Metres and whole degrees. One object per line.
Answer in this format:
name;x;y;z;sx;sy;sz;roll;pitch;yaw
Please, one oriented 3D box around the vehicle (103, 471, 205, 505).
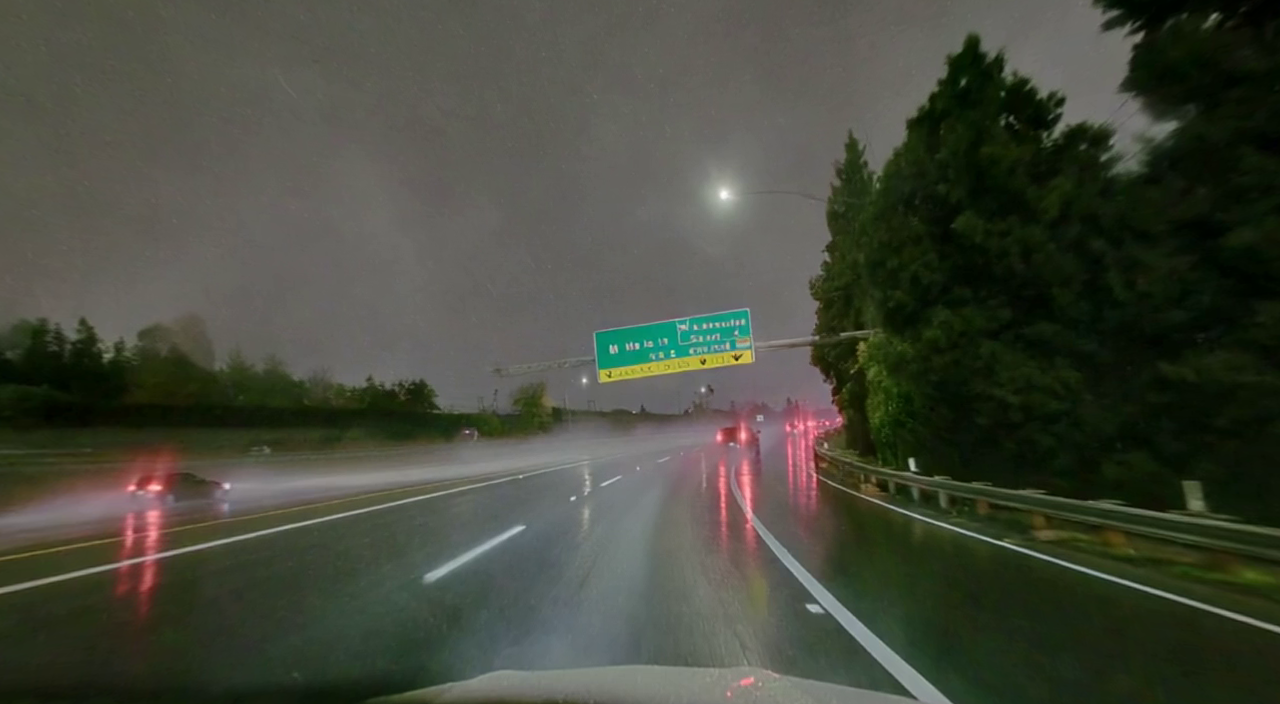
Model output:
vehicle;-29.963;8.362;38.836;2.145;1.717;4.448;-6;-11;36
